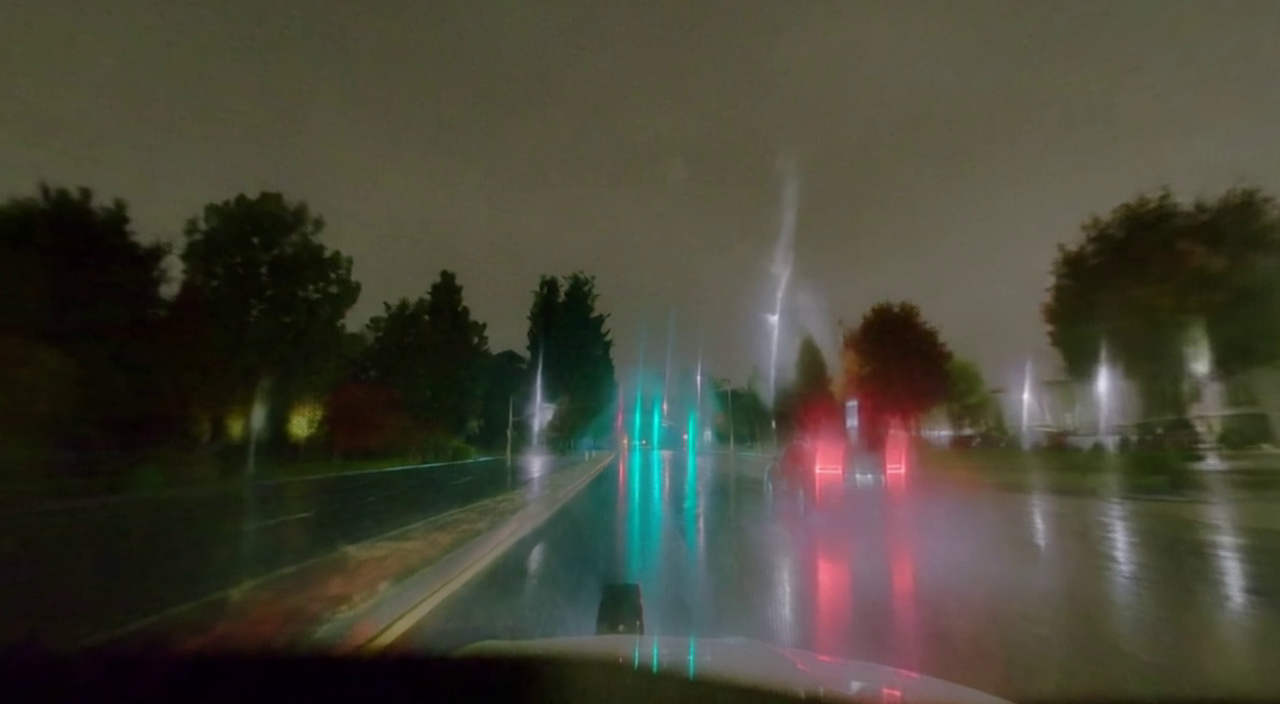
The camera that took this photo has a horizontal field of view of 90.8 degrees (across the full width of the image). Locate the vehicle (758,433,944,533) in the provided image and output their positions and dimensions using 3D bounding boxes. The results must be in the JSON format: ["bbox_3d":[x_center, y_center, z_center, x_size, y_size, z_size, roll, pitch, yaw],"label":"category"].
[{"bbox_3d":[3.518,2.256,11.439,1.852,1.453,4.083,0,-9,-1],"label":"vehicle"}]

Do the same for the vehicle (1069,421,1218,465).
[{"bbox_3d":[25.424,4.575,32.058,5.672,1.841,2.092,-3,-7,0],"label":"vehicle"}]

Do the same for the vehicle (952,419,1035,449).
[{"bbox_3d":[25.577,5.984,45.858,4.733,2.074,2.022,0,-9,-1],"label":"vehicle"}]

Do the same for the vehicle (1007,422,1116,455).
[{"bbox_3d":[24.691,5.109,37.185,4.672,1.810,2.367,0,-9,-1],"label":"vehicle"}]
